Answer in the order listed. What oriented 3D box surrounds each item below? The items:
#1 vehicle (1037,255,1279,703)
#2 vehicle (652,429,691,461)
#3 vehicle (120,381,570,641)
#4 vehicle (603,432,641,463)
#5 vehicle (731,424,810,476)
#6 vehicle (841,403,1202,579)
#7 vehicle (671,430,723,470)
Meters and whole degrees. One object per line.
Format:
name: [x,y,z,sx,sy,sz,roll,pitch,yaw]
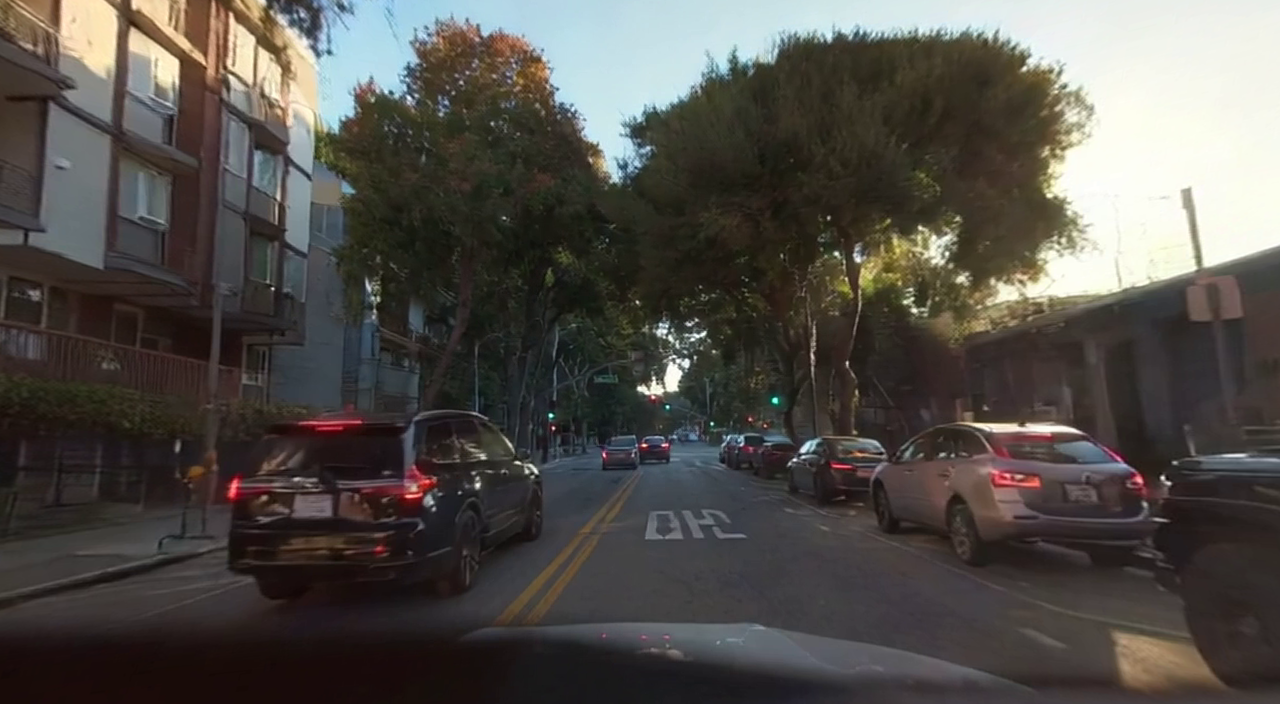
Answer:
vehicle: [3.797,0.427,1.280,2.356,2.043,5.791,0,-8,2]
vehicle: [1.751,5.371,36.315,2.111,1.705,4.093,0,-8,2]
vehicle: [-2.444,1.523,7.228,2.333,1.832,5.200,-1,-9,4]
vehicle: [-1.013,5.726,37.987,1.979,1.723,3.849,-1,-8,3]
vehicle: [4.947,3.836,24.820,2.093,1.815,5.441,0,-8,1]
vehicle: [4.190,1.596,8.003,1.883,1.601,4.305,0,-9,1]
vehicle: [2.544,4.304,27.837,2.111,1.619,4.077,-1,-9,6]
